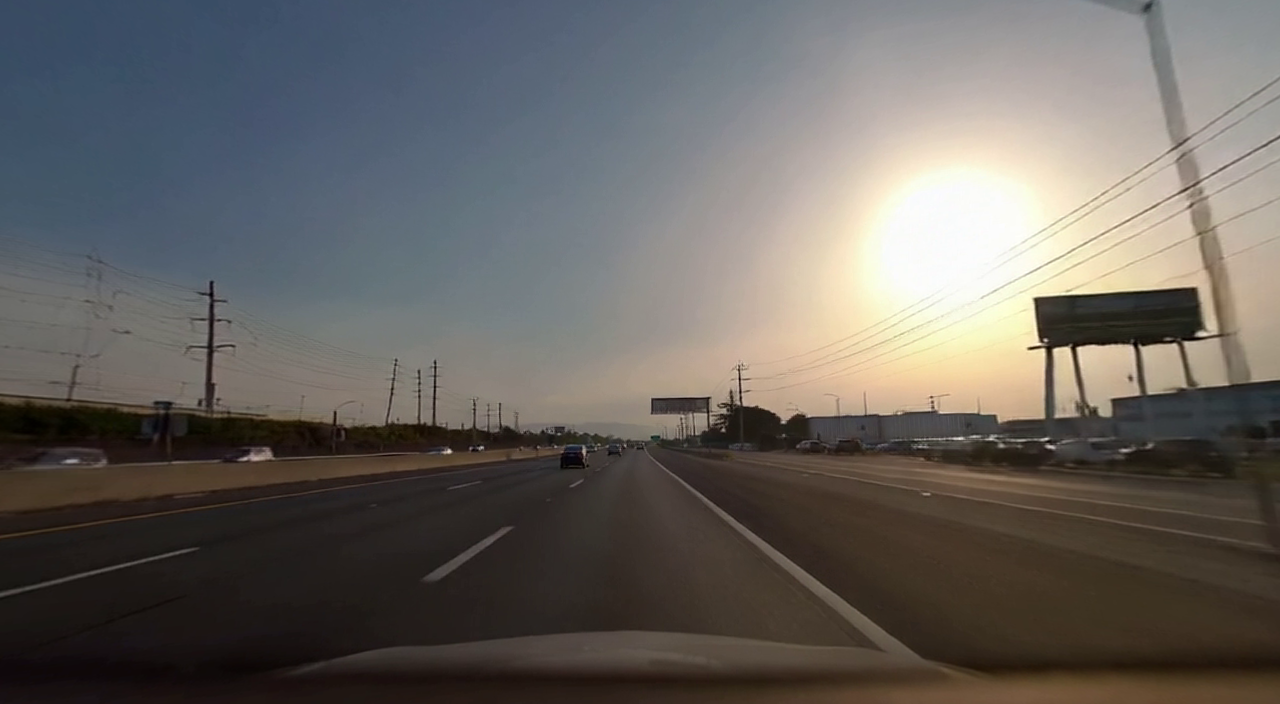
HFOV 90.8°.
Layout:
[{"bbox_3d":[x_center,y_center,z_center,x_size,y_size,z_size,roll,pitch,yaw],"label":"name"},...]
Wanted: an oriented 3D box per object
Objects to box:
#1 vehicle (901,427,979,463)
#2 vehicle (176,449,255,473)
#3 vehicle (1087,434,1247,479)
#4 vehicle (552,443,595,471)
[{"bbox_3d":[18.831,5.884,40.020,2.165,2.077,5.451,0,-9,-1],"label":"vehicle"},{"bbox_3d":[-29.071,7.436,43.467,2.019,1.502,4.837,0,-9,1],"label":"vehicle"},{"bbox_3d":[19.066,3.798,23.217,1.806,1.466,4.711,0,-9,0],"label":"vehicle"},{"bbox_3d":[-3.768,6.042,36.627,1.940,1.479,4.545,0,-9,1],"label":"vehicle"}]
